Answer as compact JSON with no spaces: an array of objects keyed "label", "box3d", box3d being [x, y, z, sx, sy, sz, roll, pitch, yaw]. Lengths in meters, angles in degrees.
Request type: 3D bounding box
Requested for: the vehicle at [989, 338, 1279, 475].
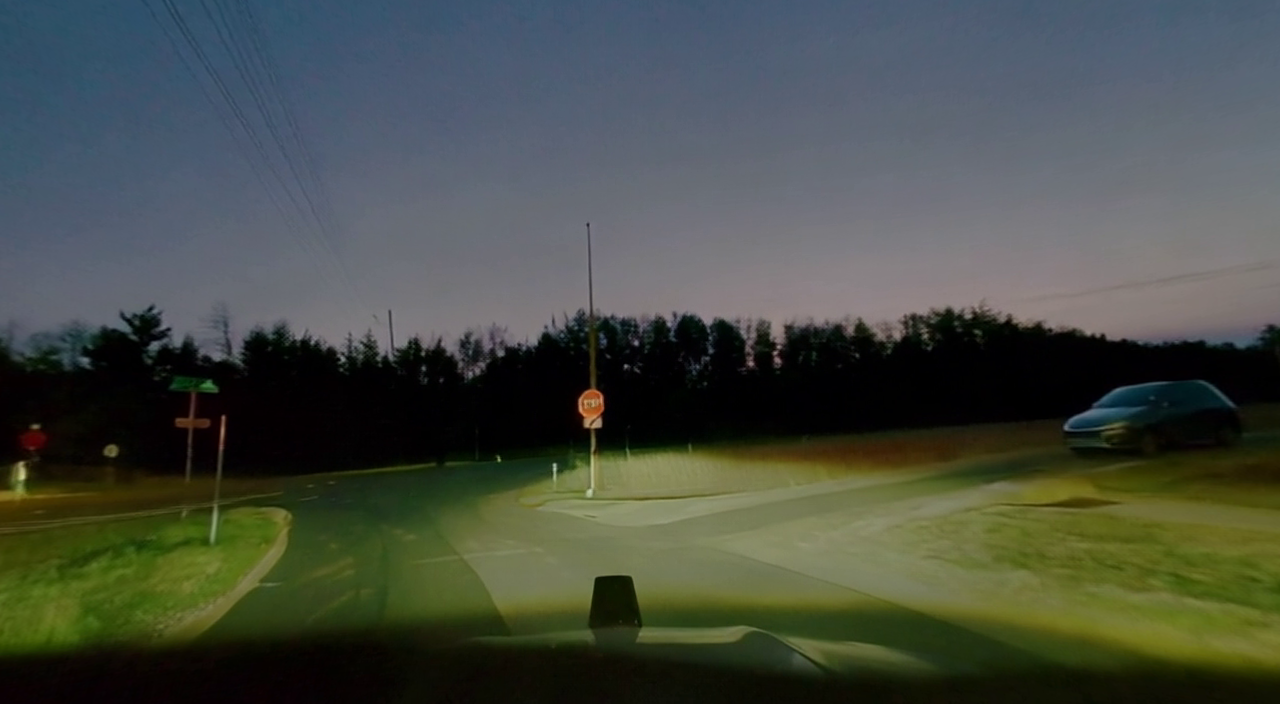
[{"label":"vehicle","box3d":[9.087,0.986,11.485,4.403,1.574,1.914,-9,-6,-15]}]
